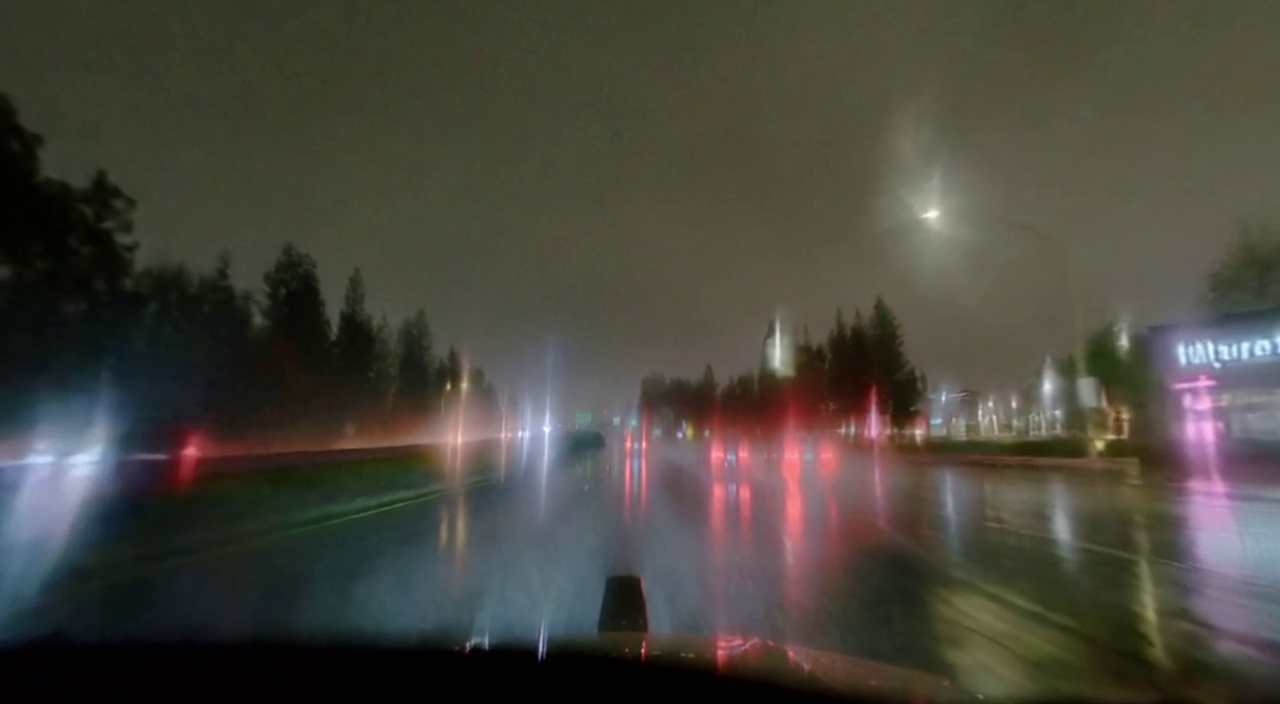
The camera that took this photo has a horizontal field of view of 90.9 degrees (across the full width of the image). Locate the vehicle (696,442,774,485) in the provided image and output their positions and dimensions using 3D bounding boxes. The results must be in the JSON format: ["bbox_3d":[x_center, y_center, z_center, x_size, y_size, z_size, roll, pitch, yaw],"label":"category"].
[{"bbox_3d":[3.385,4.071,23.347,2.069,1.431,4.313,0,-9,-2],"label":"vehicle"}]

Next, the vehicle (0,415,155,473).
[{"bbox_3d":[-17.762,2.827,19.354,2.107,1.561,4.713,0,-9,-2],"label":"vehicle"}]
